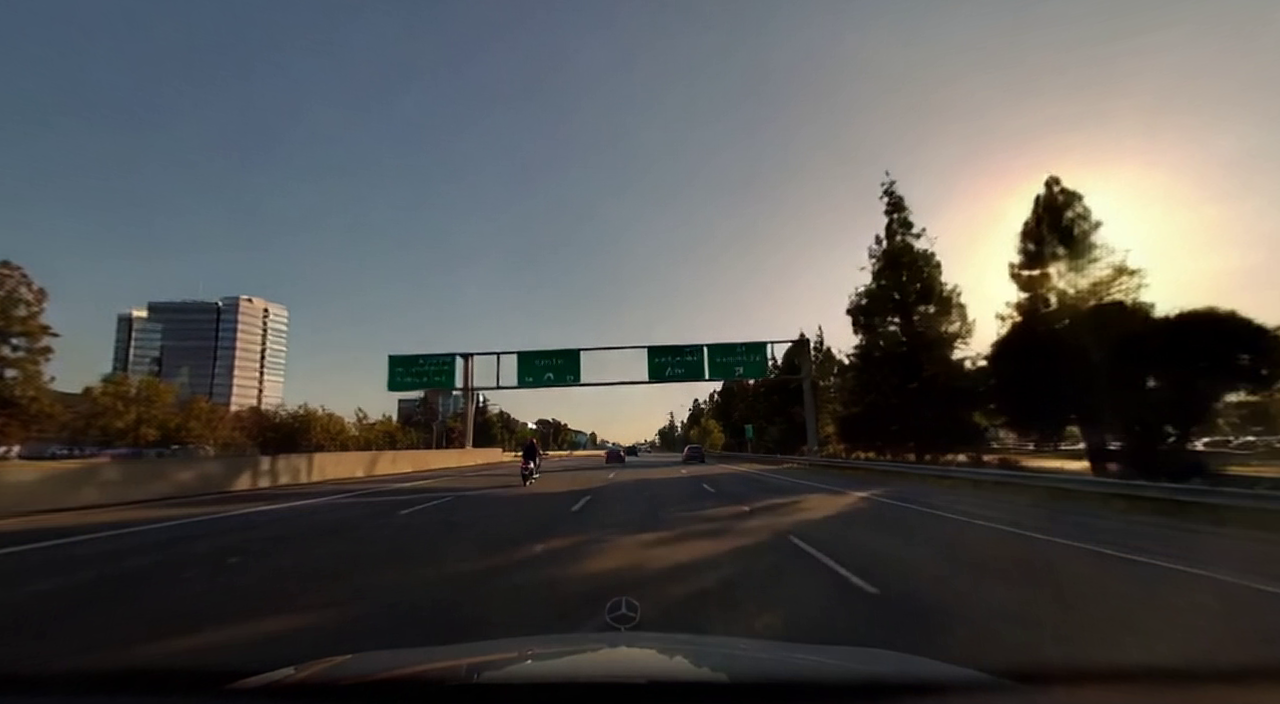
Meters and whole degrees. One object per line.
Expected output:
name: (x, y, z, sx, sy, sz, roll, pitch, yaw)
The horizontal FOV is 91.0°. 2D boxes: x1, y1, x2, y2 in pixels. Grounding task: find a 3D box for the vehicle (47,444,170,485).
vehicle: (-20.391, 4.313, 24.375, 1.597, 1.447, 3.602, 0, -9, 0)
